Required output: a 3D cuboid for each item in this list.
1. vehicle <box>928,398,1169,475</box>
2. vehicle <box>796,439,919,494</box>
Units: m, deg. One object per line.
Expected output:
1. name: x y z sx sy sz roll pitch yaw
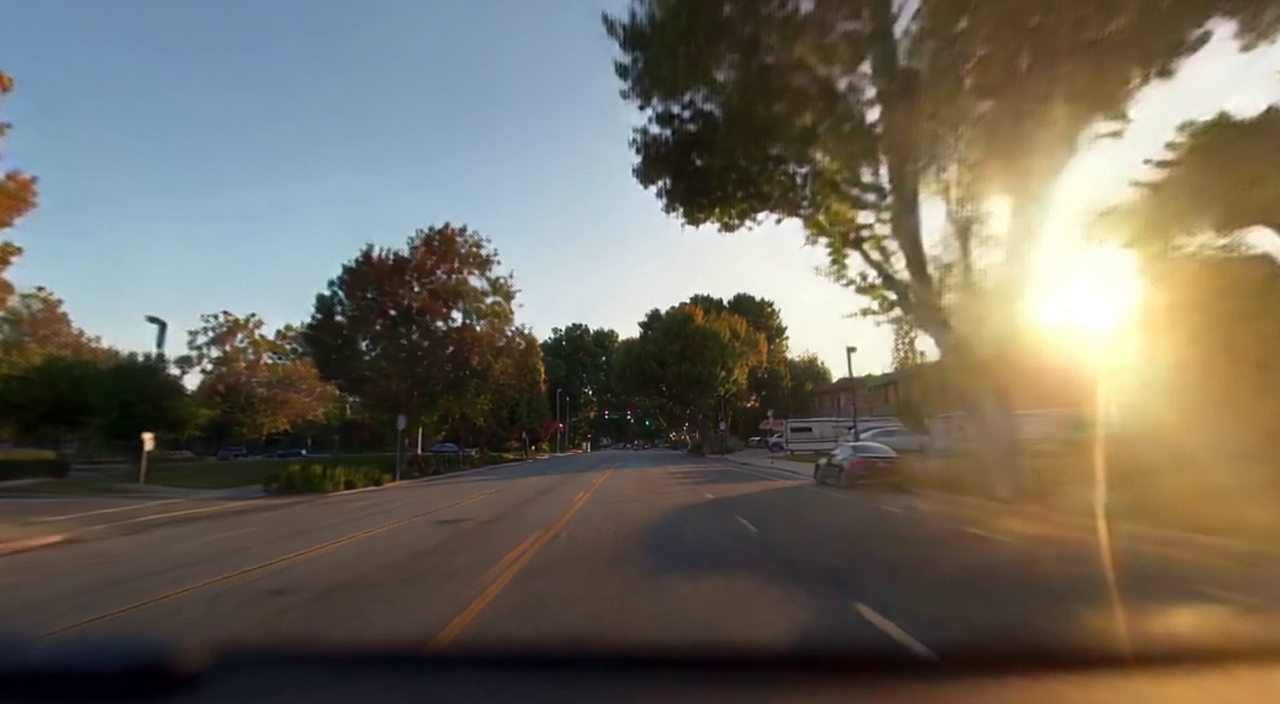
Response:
1. vehicle: 17.219 3.620 27.163 8.016 2.965 3.192 -1 -8 1
2. vehicle: 6.416 3.414 19.244 1.993 1.461 4.269 0 -8 -3
